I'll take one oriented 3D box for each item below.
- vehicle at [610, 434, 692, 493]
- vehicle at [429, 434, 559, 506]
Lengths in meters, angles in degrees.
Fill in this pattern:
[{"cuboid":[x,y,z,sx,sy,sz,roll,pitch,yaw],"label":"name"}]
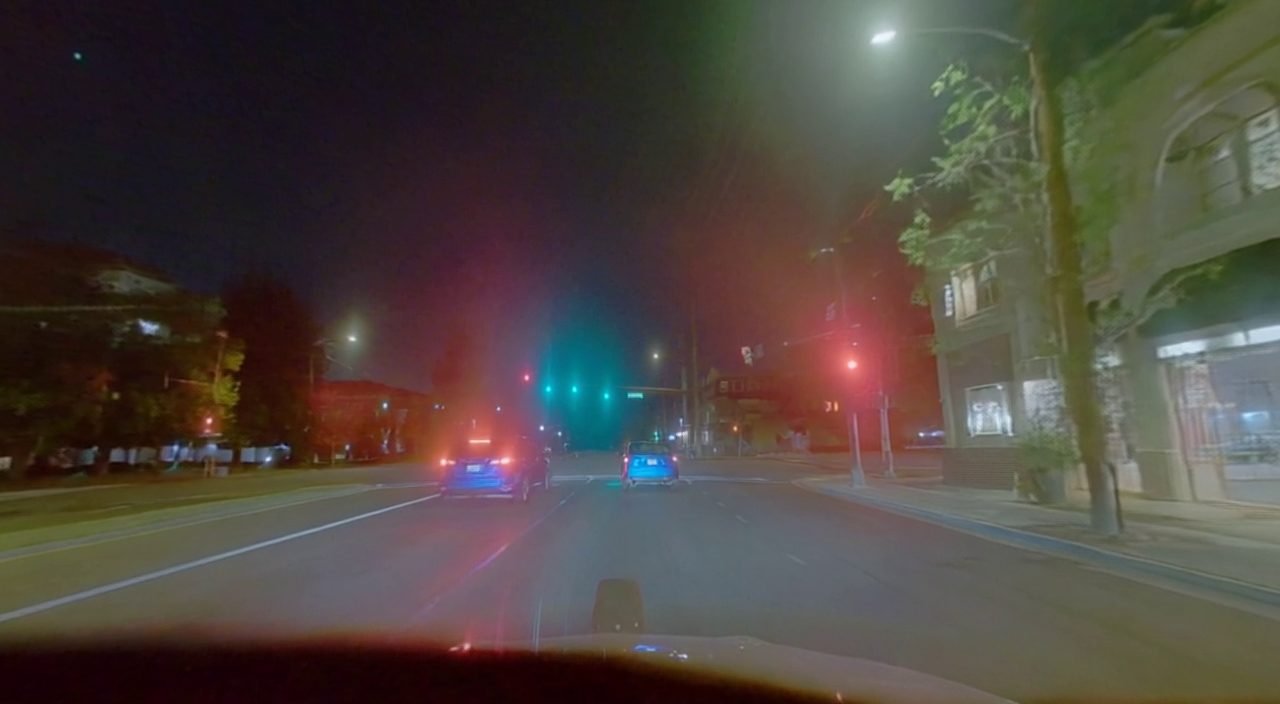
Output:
[{"cuboid":[0.268,3.122,18.008,2.059,1.456,4.047,0,-8,0],"label":"vehicle"},{"cuboid":[-3.286,2.749,15.185,2.032,1.467,4.411,0,-8,1],"label":"vehicle"}]
